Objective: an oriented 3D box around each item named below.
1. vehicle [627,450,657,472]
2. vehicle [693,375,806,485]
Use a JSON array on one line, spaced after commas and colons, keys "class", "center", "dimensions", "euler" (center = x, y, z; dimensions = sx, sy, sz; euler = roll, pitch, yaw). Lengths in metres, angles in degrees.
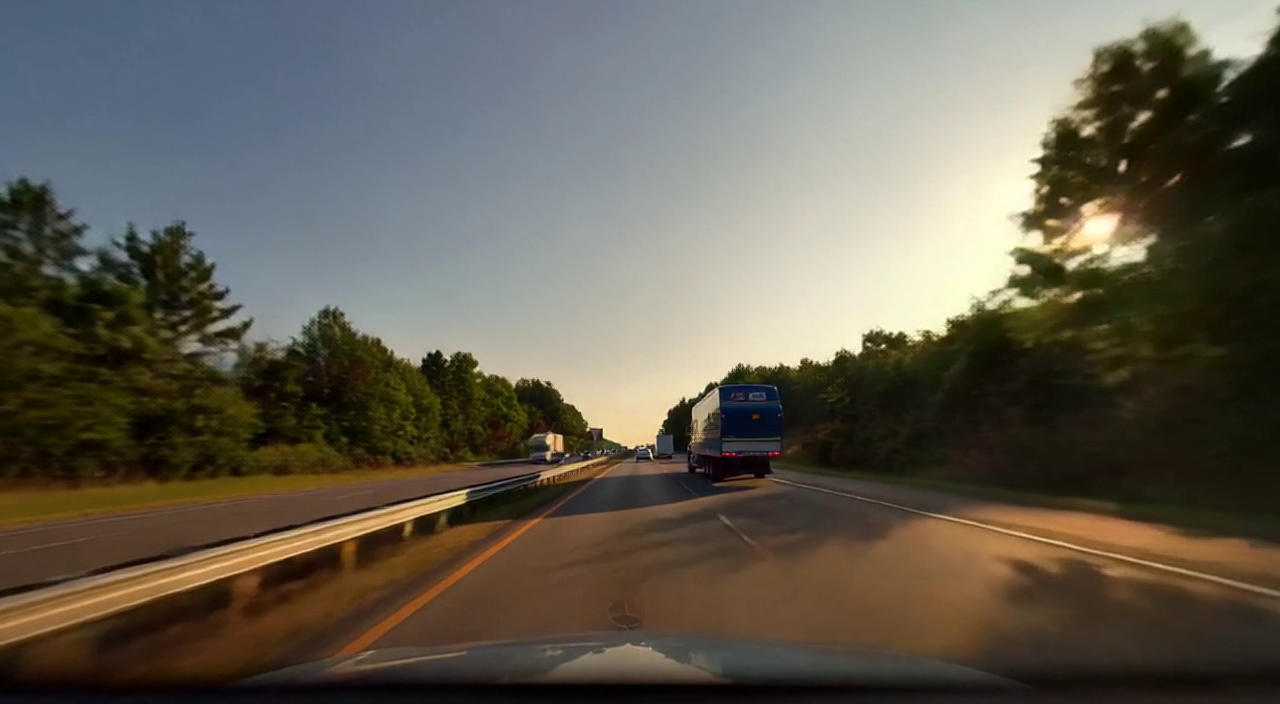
[{"class": "vehicle", "center": [0.129, 7.334, 42.629], "dimensions": [1.926, 1.386, 3.615], "euler": [0, -9, 0]}, {"class": "vehicle", "center": [4.678, 4.042, 30.843], "dimensions": [2.939, 4.129, 14.300], "euler": [0, -9, 0]}]
